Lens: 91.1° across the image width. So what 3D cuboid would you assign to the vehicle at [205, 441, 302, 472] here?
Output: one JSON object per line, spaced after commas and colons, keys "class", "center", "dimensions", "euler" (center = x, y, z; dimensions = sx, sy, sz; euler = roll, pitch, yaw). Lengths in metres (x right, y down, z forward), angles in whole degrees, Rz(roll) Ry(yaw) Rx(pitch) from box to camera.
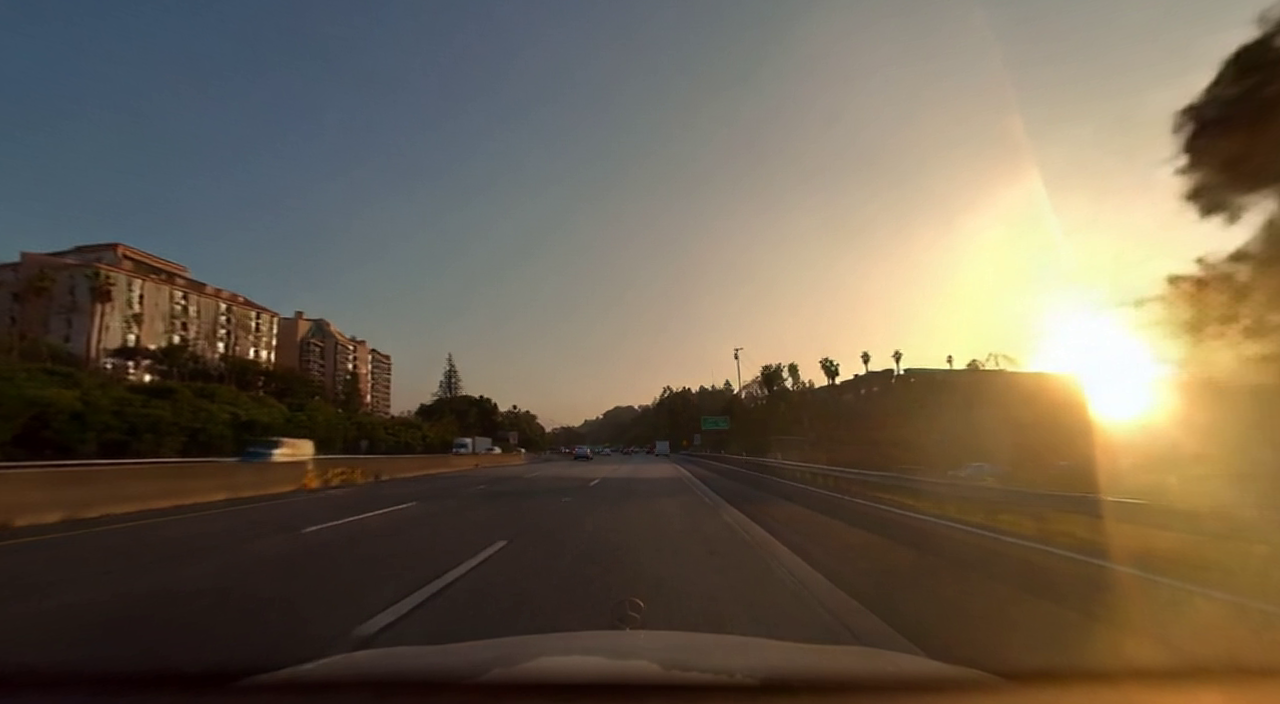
{"class": "vehicle", "center": [-26.651, 7.228, 43.683], "dimensions": [2.367, 1.964, 6.623], "euler": [0, -9, 2]}
